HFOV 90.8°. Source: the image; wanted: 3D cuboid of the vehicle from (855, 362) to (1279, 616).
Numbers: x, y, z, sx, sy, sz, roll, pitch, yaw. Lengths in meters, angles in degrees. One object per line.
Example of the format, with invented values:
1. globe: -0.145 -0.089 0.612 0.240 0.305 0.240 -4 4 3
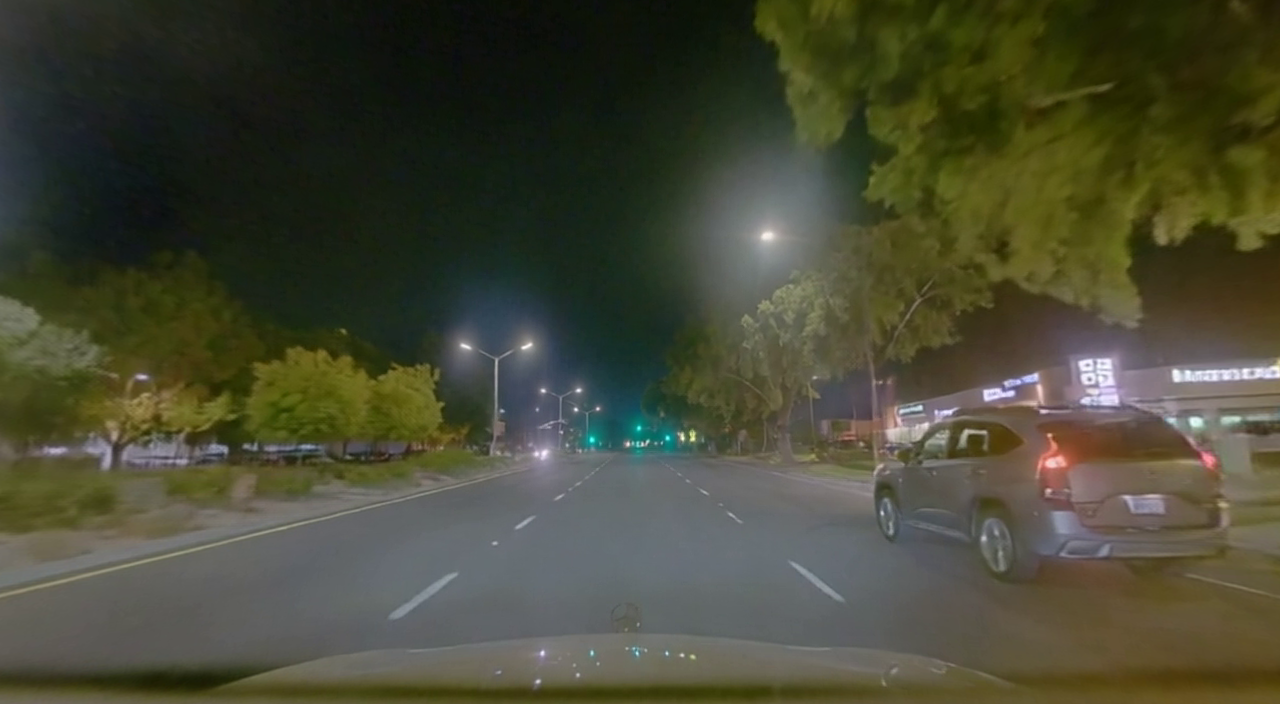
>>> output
1. vehicle: 4.641 1.425 7.534 2.185 1.956 5.128 0 -8 -2
